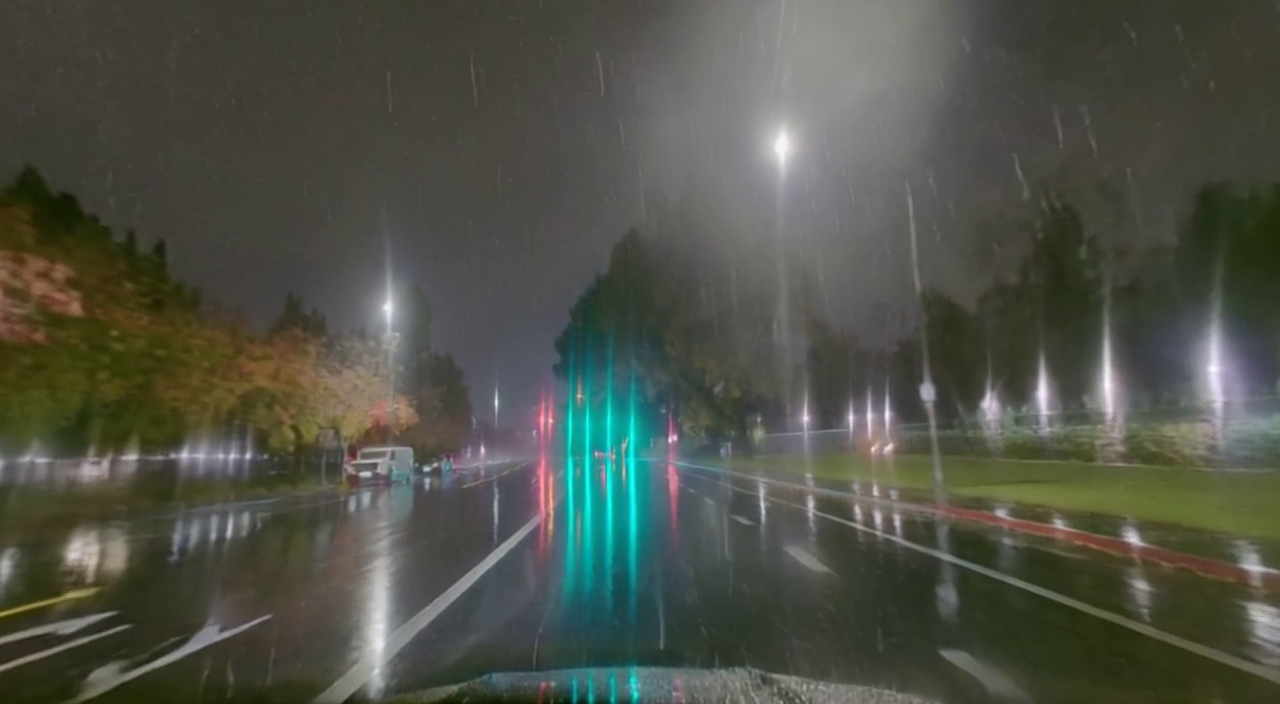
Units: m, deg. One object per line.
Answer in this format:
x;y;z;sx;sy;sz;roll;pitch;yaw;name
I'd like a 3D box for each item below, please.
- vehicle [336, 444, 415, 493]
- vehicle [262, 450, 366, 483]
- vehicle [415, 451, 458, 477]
-13.776;6.024;33.296;2.314;2.144;5.403;-4;-7;-6;vehicle
-20.160;7.085;39.218;5.168;1.886;2.283;-1;-8;1;vehicle
-15.102;8.344;47.112;2.090;1.680;4.434;-3;-9;-6;vehicle
